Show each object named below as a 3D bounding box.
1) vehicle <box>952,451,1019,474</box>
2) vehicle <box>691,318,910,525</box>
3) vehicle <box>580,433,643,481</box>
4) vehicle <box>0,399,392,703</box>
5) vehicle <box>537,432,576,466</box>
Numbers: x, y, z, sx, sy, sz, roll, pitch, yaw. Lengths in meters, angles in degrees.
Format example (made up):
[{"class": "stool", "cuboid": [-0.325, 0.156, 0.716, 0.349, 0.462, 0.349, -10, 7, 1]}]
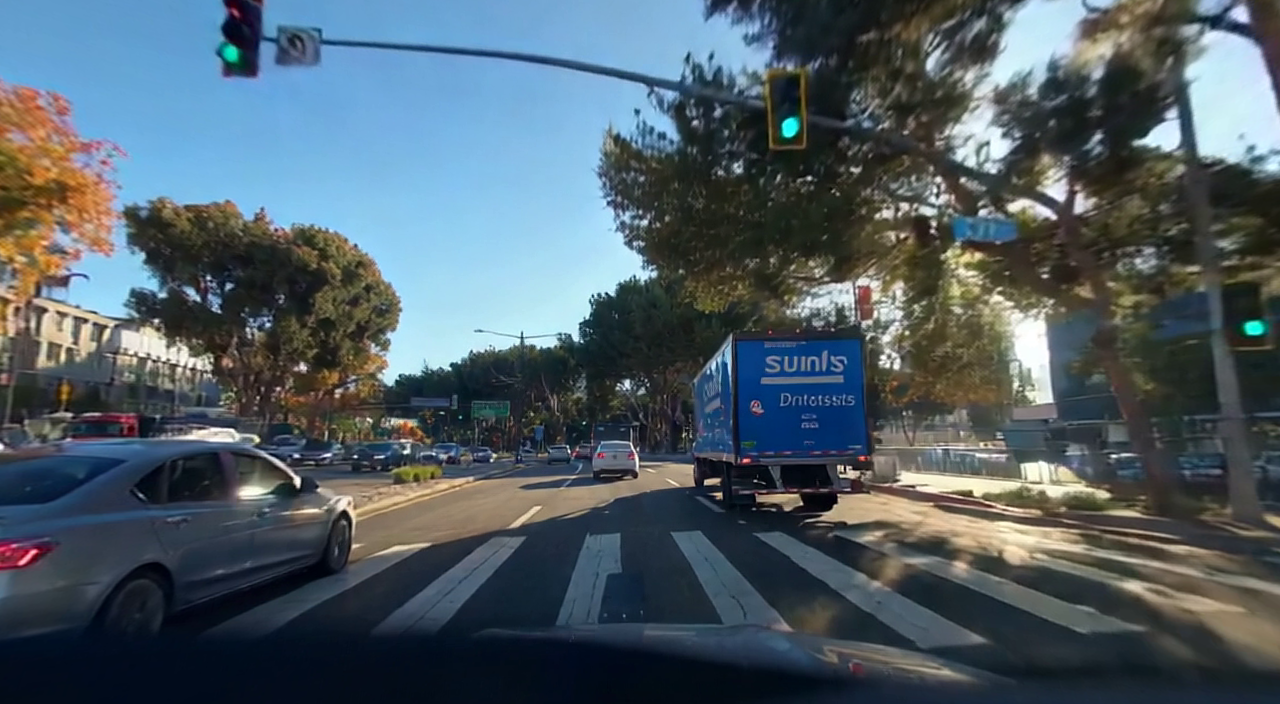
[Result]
[{"class": "vehicle", "cuboid": [24.591, 7.843, 44.670, 4.391, 1.492, 1.972, 4, -10, -28]}, {"class": "vehicle", "cuboid": [3.151, 1.797, 15.308, 2.905, 3.644, 8.441, 0, -8, -1]}, {"class": "vehicle", "cuboid": [-1.226, 4.312, 26.058, 2.388, 1.811, 4.455, 0, -8, -4]}, {"class": "vehicle", "cuboid": [-3.739, 1.289, 4.855, 1.828, 1.515, 4.422, 0, -8, 0]}, {"class": "vehicle", "cuboid": [-5.721, 6.752, 43.742, 2.269, 2.181, 5.787, 0, -8, -3]}]
